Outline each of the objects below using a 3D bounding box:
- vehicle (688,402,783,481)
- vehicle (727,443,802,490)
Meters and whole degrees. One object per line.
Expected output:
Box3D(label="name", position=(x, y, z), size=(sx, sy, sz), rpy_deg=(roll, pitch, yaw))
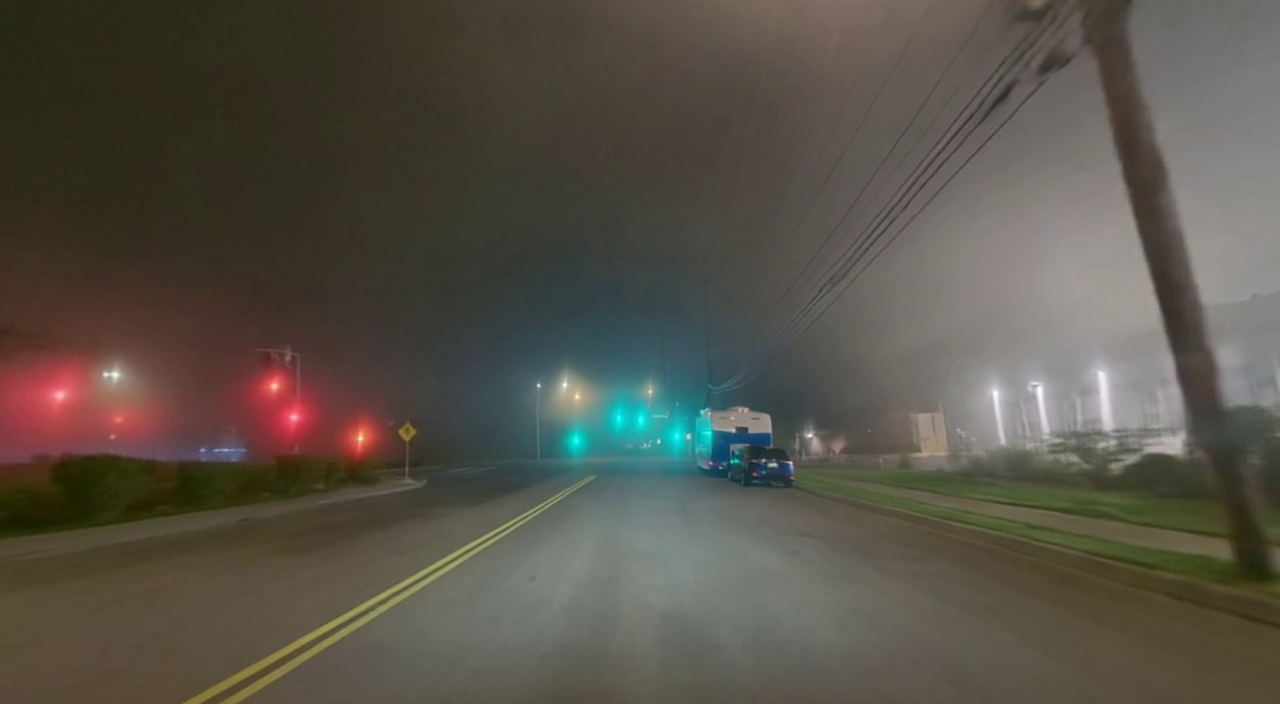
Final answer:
Box3D(label="vehicle", position=(4.272, 4.343, 30.498), size=(3.110, 3.241, 8.788), rpy_deg=(0, -9, -1))
Box3D(label="vehicle", position=(4.430, 4.117, 23.020), size=(1.852, 1.497, 3.672), rpy_deg=(-2, -8, -2))
